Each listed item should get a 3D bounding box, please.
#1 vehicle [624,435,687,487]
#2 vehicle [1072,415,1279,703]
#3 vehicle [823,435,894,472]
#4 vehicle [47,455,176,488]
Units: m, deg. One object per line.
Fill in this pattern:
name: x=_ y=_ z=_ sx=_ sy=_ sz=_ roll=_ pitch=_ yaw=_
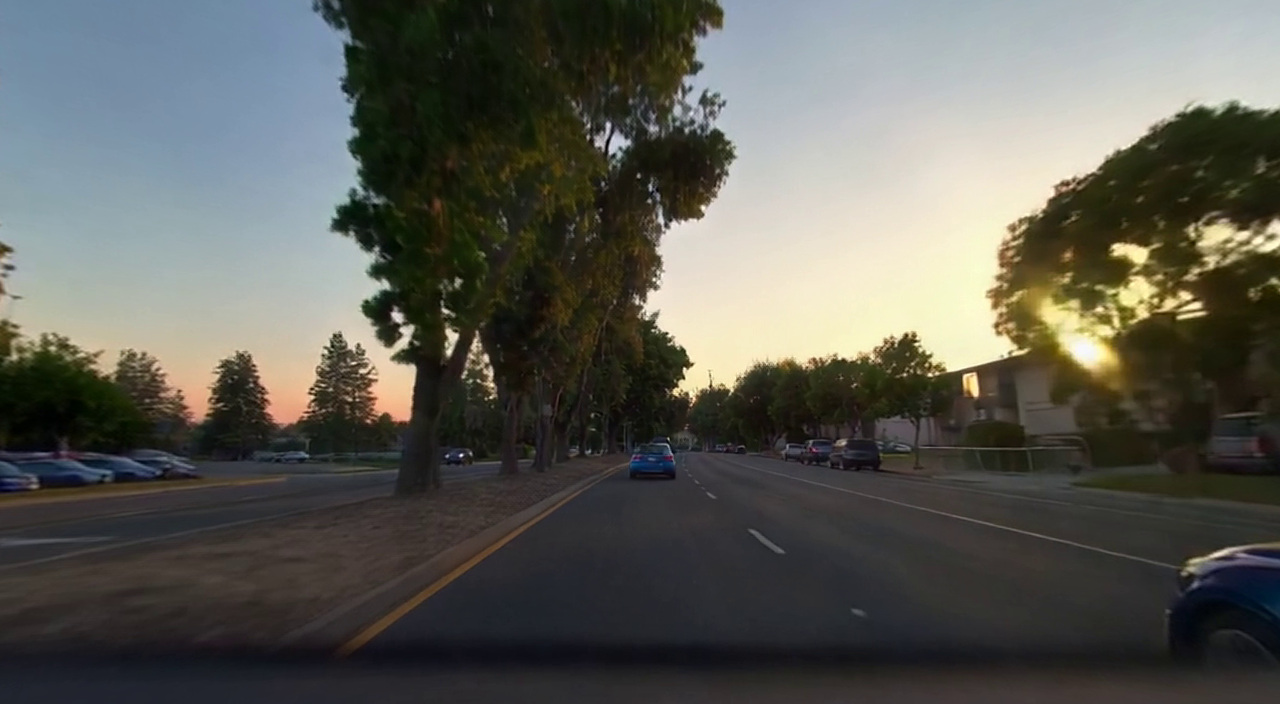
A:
vehicle: x=0.567 y=3.899 z=22.906 sx=2.085 sy=1.693 sz=4.301 roll=0 pitch=-8 yaw=2
vehicle: x=3.513 y=0.810 z=1.488 sx=1.918 sy=1.418 sz=4.360 roll=0 pitch=-8 yaw=0
vehicle: x=11.864 y=5.544 z=34.763 sx=2.139 sy=1.849 sz=5.246 roll=0 pitch=-8 yaw=1
vehicle: x=-26.049 y=5.870 z=31.265 sx=4.453 sy=1.472 sz=1.873 roll=1 pitch=-9 yaw=-8
